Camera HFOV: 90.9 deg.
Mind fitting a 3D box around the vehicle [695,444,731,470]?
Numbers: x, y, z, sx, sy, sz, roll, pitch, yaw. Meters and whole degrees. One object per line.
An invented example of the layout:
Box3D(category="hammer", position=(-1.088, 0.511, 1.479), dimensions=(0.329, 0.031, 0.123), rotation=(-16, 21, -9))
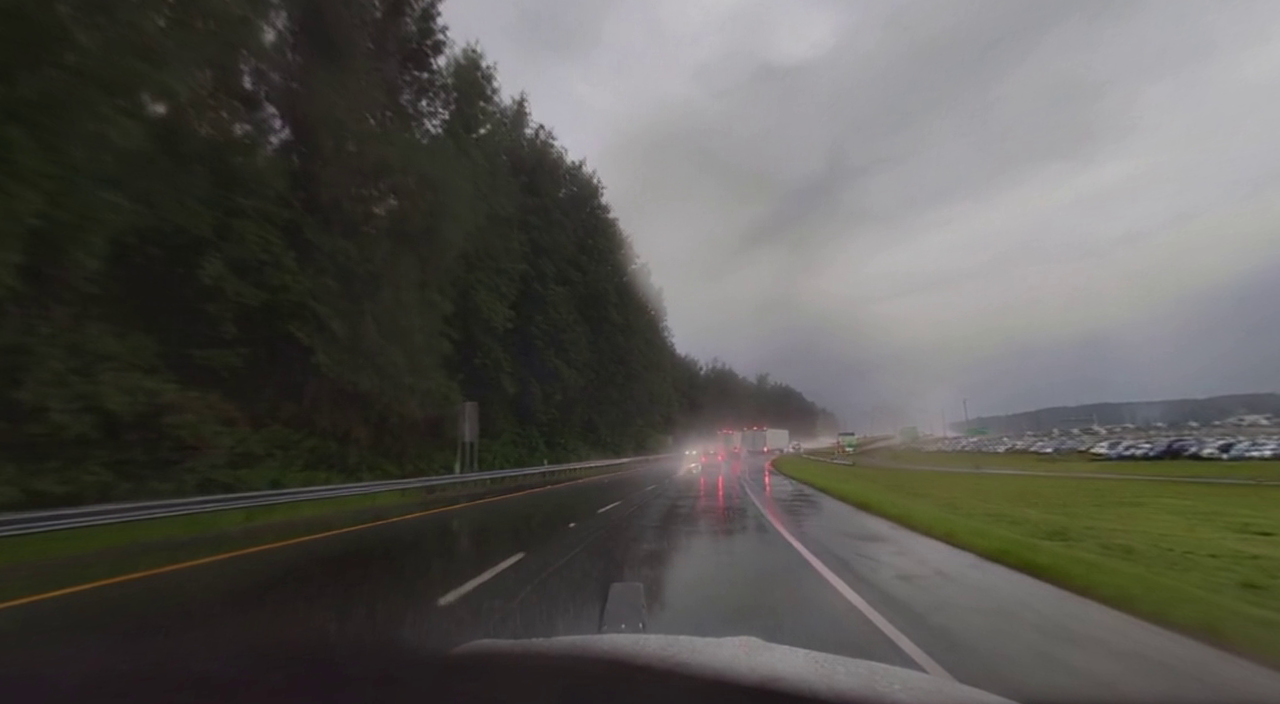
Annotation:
Box3D(category="vehicle", position=(5.041, 7.155, 43.081), dimensions=(2.221, 1.674, 4.325), rotation=(-1, -9, 9))
